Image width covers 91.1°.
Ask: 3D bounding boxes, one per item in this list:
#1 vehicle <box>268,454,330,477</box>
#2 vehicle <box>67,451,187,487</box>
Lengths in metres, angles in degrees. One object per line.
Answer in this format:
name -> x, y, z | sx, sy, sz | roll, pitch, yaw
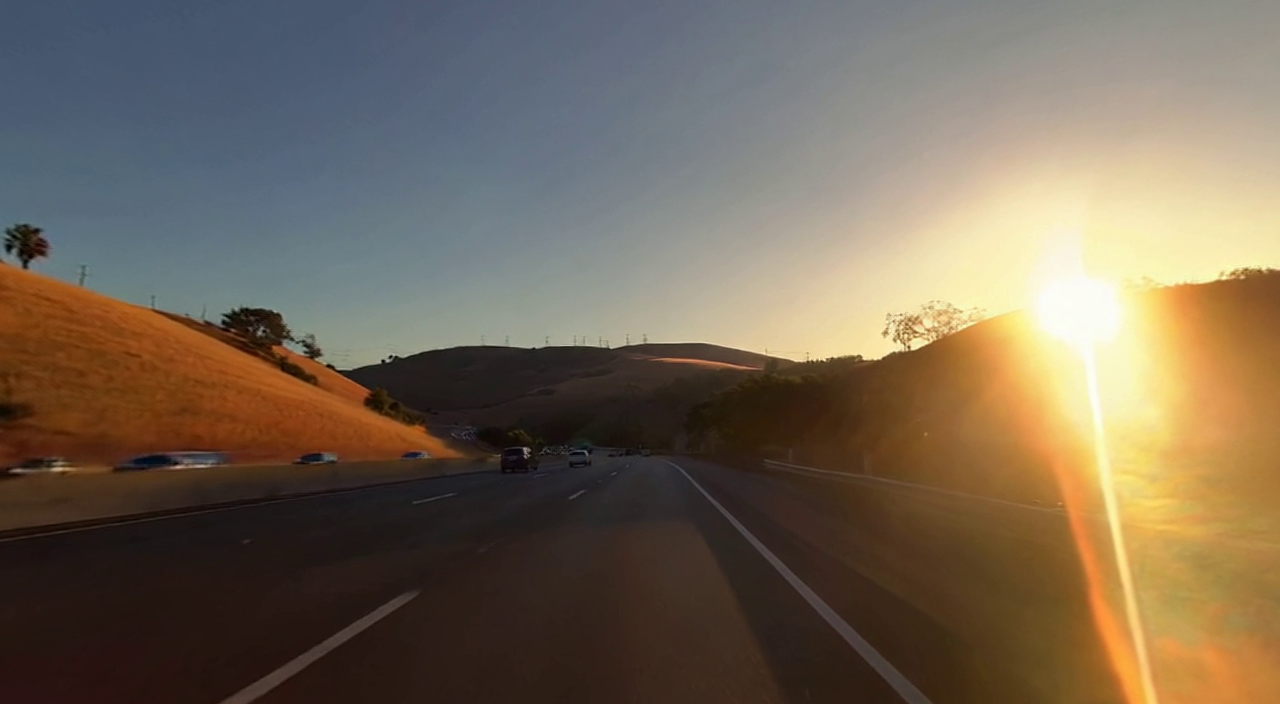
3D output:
vehicle -> -23.968, 7.977, 44.279 | 1.801, 1.455, 4.339 | 0, -9, 3
vehicle -> -21.242, 4.847, 26.209 | 1.784, 1.383, 3.757 | 0, -9, 1
